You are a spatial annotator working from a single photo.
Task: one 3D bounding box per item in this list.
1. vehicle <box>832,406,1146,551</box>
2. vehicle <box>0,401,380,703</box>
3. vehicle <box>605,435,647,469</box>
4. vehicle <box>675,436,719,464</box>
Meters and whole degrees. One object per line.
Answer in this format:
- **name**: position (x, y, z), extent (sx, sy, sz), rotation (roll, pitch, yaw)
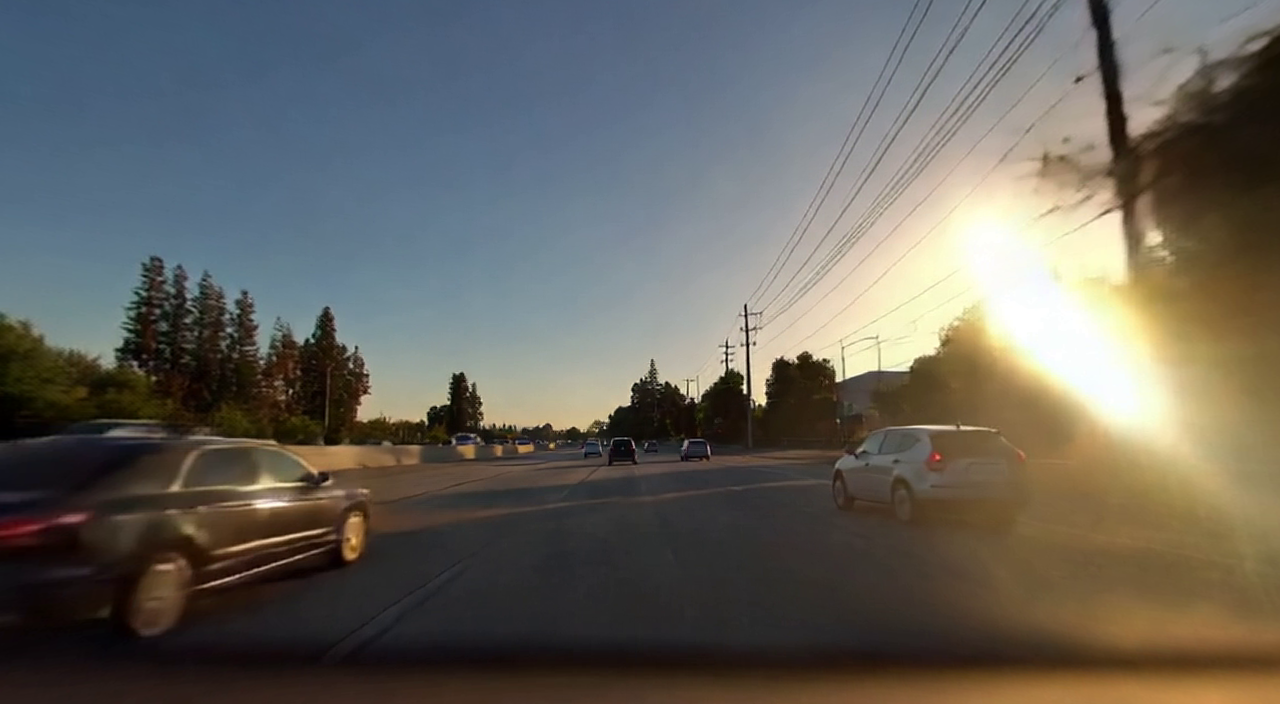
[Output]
- **vehicle**: position (4.946, 1.864, 10.029), extent (2.102, 1.723, 4.745), rotation (0, -8, -3)
- **vehicle**: position (-4.212, 1.301, 4.967), extent (2.091, 1.562, 5.220), rotation (0, -8, 0)
- **vehicle**: position (-0.824, 5.546, 35.165), extent (2.192, 1.769, 4.287), rotation (0, -8, -2)
- **vehicle**: position (3.600, 6.340, 40.985), extent (2.099, 1.720, 4.829), rotation (0, -8, -4)
